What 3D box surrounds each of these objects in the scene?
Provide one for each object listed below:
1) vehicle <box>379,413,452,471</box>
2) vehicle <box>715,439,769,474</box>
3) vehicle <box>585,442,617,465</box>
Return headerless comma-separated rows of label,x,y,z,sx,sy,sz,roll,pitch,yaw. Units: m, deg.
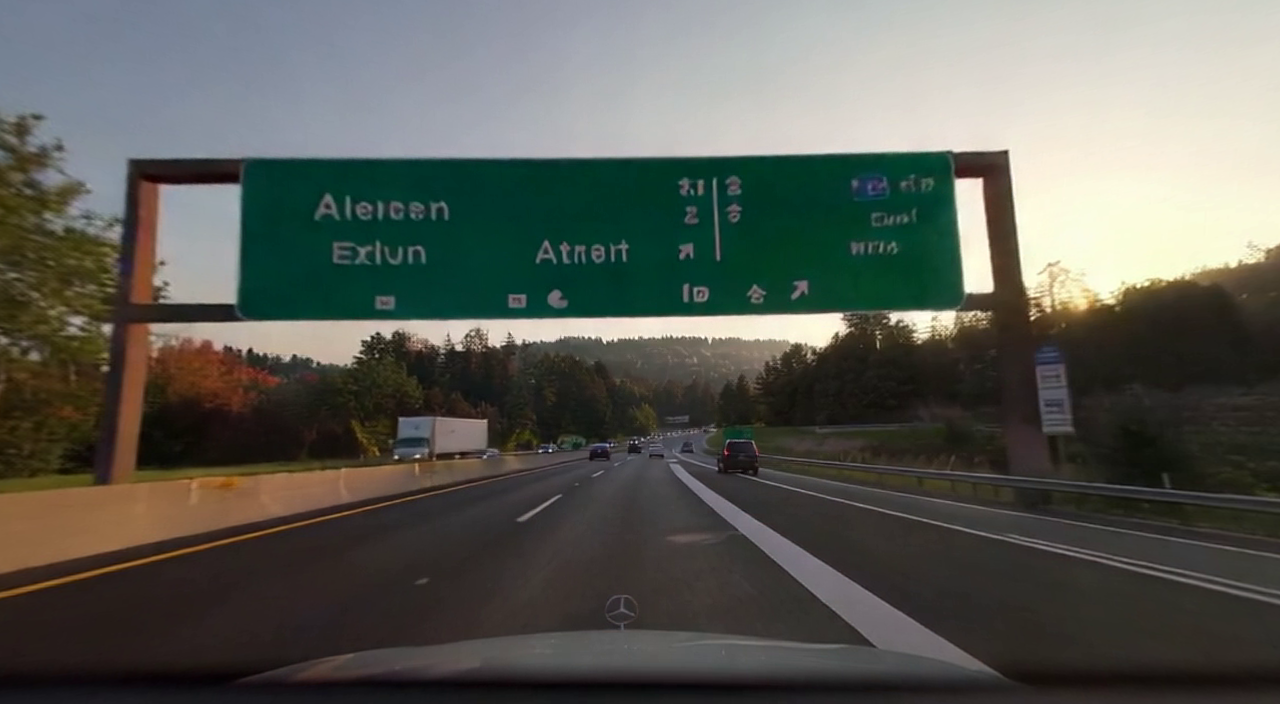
vehicle,-16.436,6.701,46.716,2.991,3.968,5.905,0,-9,2
vehicle,5.128,5.300,32.257,2.021,1.639,4.203,0,-9,-1
vehicle,-2.874,7.630,47.702,2.037,1.638,4.274,0,-8,1
